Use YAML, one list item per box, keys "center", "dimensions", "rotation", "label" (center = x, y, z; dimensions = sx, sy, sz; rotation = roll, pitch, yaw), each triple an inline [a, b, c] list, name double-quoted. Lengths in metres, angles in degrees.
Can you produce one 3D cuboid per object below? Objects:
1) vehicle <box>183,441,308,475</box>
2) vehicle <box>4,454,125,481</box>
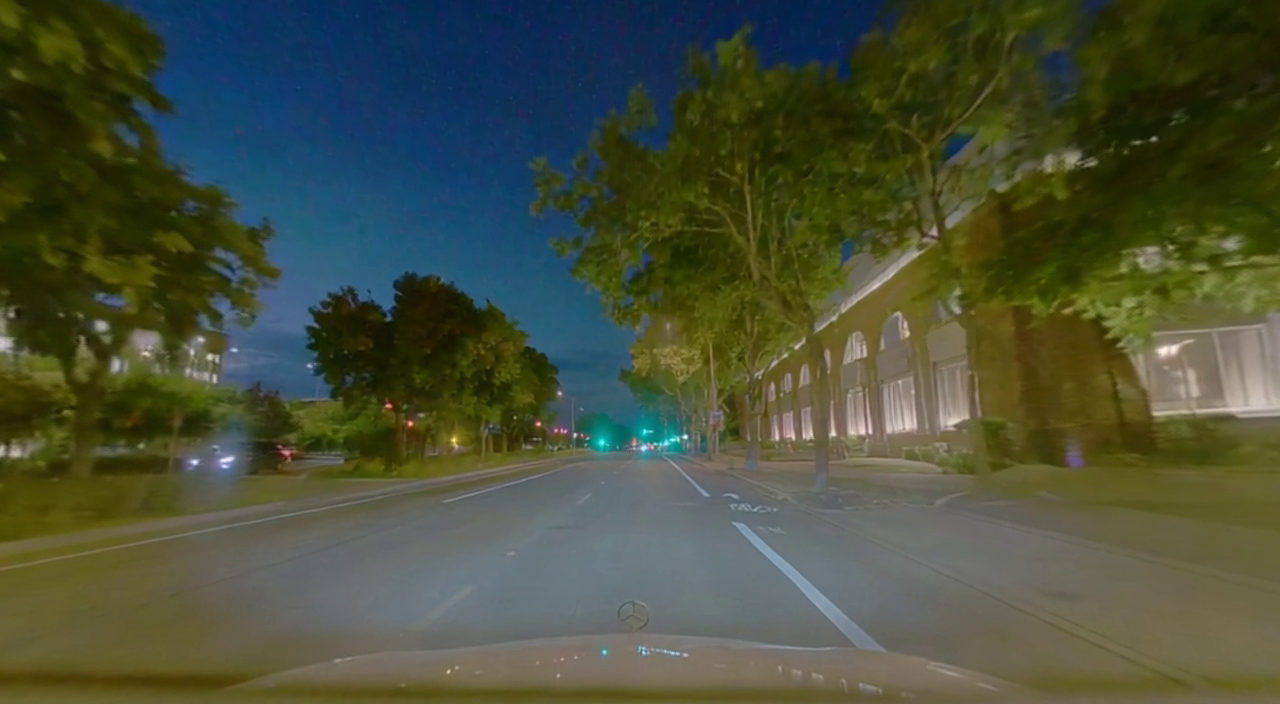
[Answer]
- center: [-19.084, 5.151, 30.636]
  dimensions: [4.699, 1.558, 2.113]
  rotation: [0, -10, 4]
  label: "vehicle"
- center: [-32.874, 6.587, 36.121]
  dimensions: [4.704, 1.448, 2.199]
  rotation: [0, -9, -2]
  label: "vehicle"
